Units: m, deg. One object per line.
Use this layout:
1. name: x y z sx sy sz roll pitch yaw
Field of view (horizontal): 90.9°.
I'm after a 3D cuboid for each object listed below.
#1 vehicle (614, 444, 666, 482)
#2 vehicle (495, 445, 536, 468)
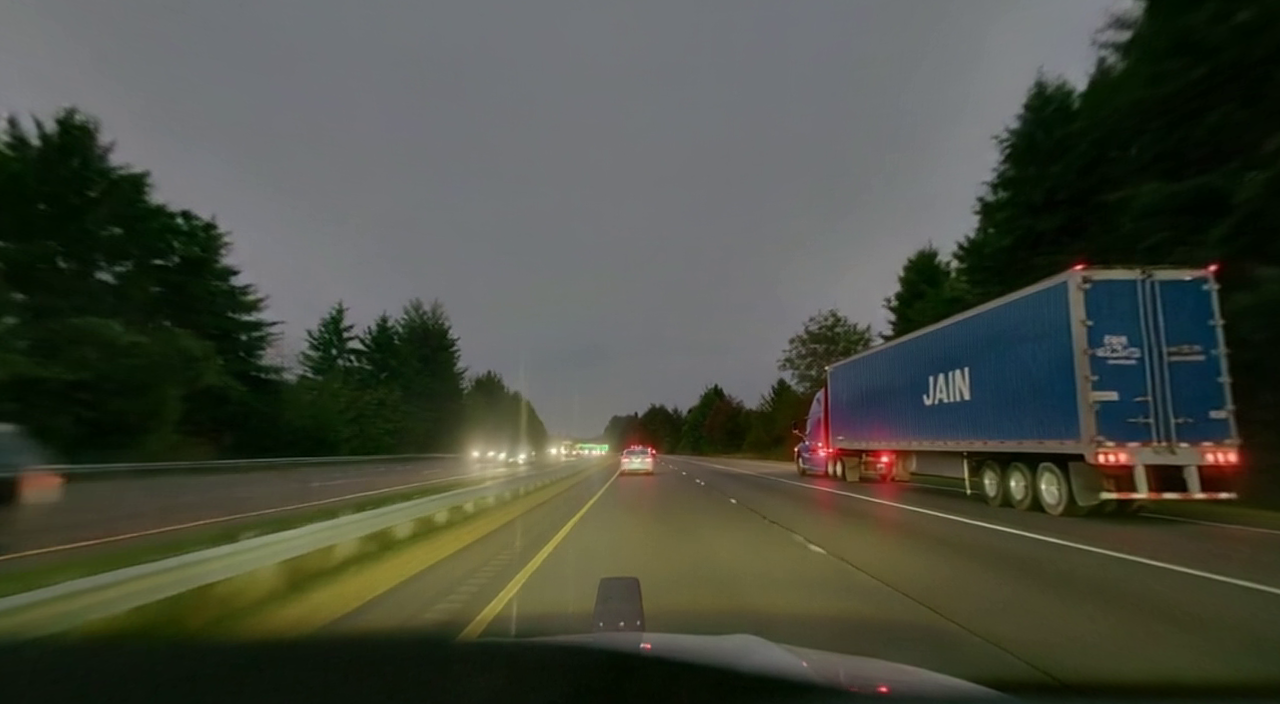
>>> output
1. vehicle: -0.017 4.856 27.827 2.114 1.523 4.012 0 -9 0
2. vehicle: -8.526 7.202 43.553 1.858 1.456 4.591 0 -9 0
